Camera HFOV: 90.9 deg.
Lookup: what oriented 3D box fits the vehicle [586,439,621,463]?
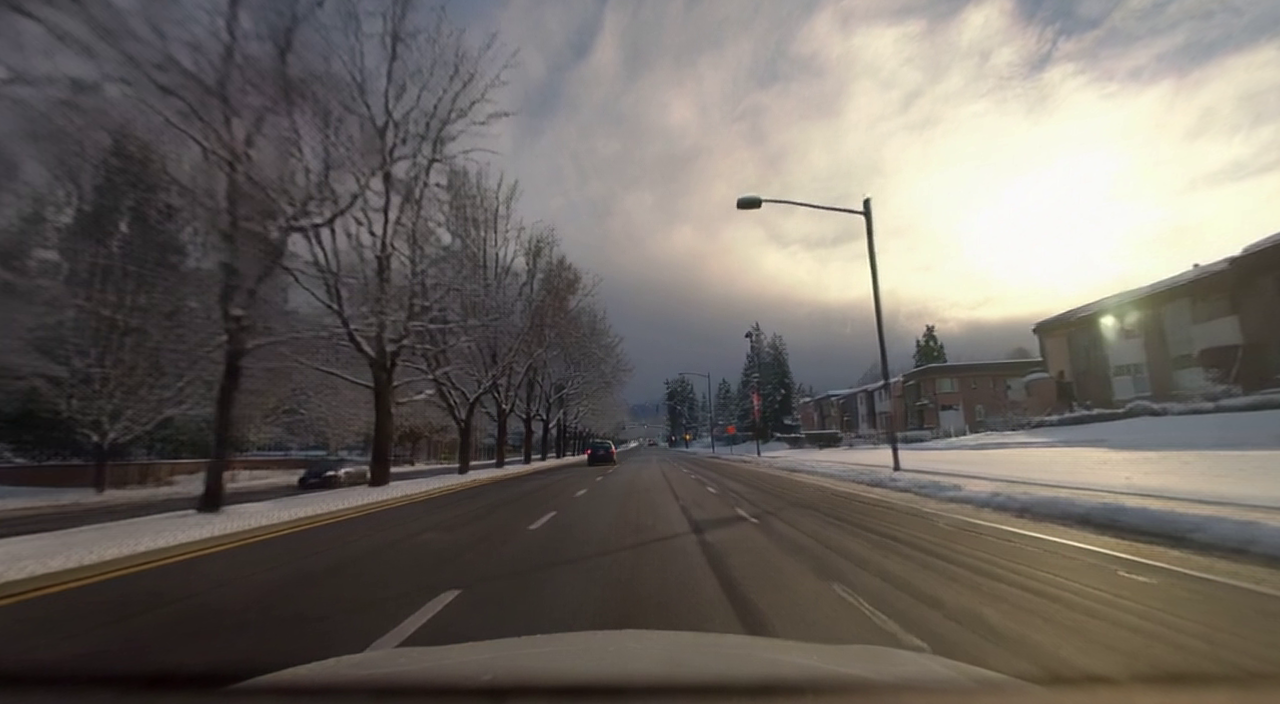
[{"bbox_3d":[-2.720,7.519,47.990,2.283,1.716,4.395,0,-8,1],"label":"vehicle"}]
